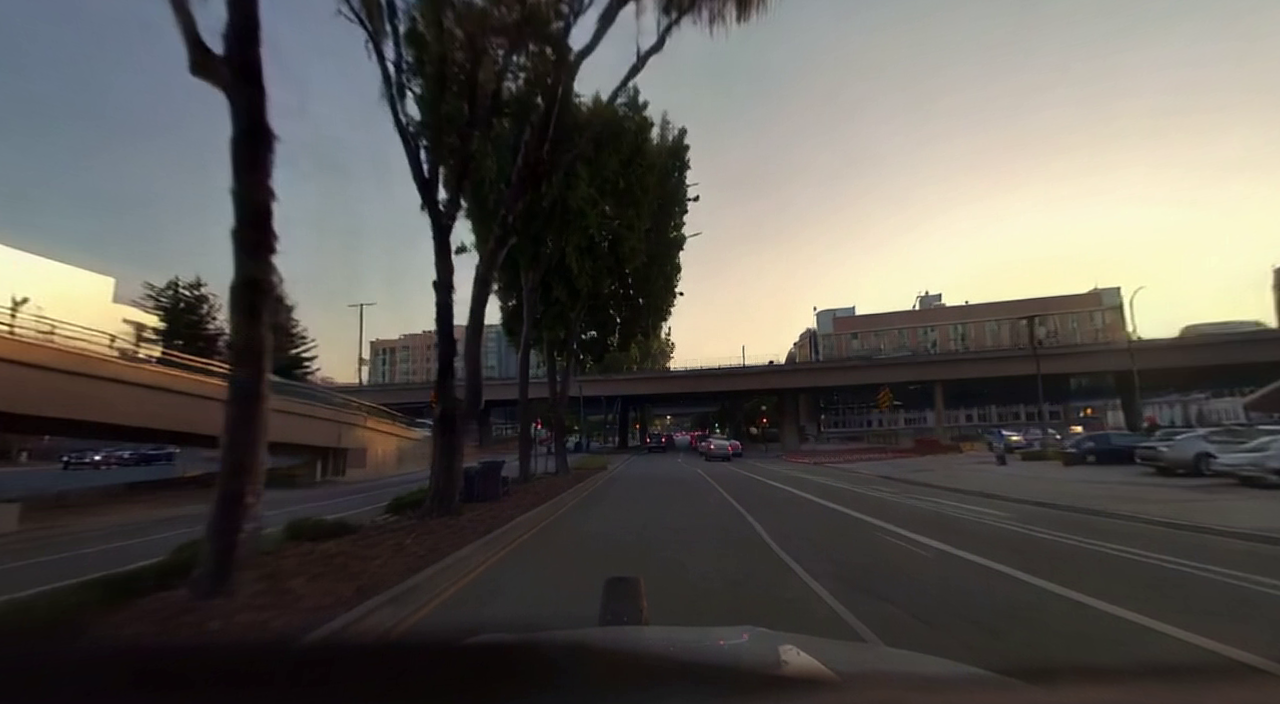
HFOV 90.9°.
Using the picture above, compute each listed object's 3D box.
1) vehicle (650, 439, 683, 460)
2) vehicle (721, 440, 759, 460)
[{"bbox_3d":[1.942,7.161,46.359,2.280,1.475,4.051,0,-8,3],"label":"vehicle"},{"bbox_3d":[7.485,7.388,47.726,2.035,1.435,4.481,0,-8,-1],"label":"vehicle"}]
